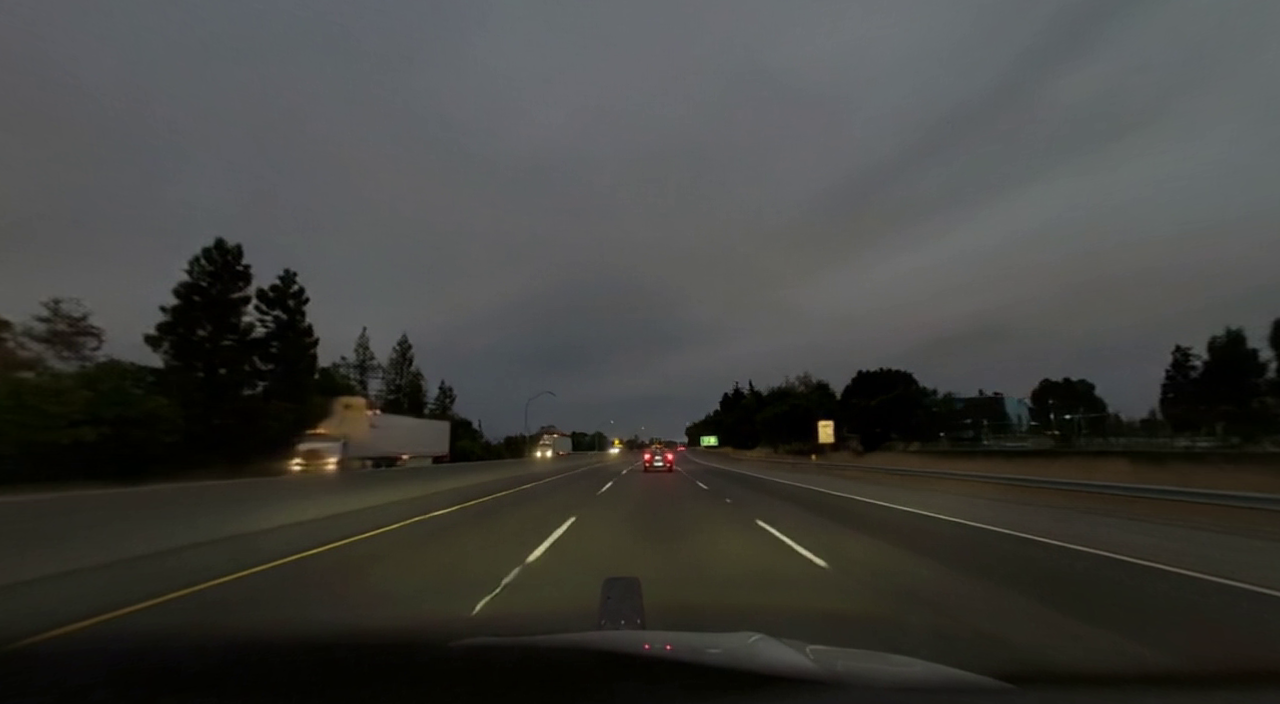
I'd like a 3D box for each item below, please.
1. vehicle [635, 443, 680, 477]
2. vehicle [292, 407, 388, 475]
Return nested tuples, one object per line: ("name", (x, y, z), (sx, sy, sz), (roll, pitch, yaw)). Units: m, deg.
("vehicle", (0.886, 5.749, 33.764), (2.231, 1.652, 4.503), (0, -9, 0))
("vehicle", (-18.795, 5.695, 40.027), (2.989, 3.992, 5.889), (0, -9, 0))
